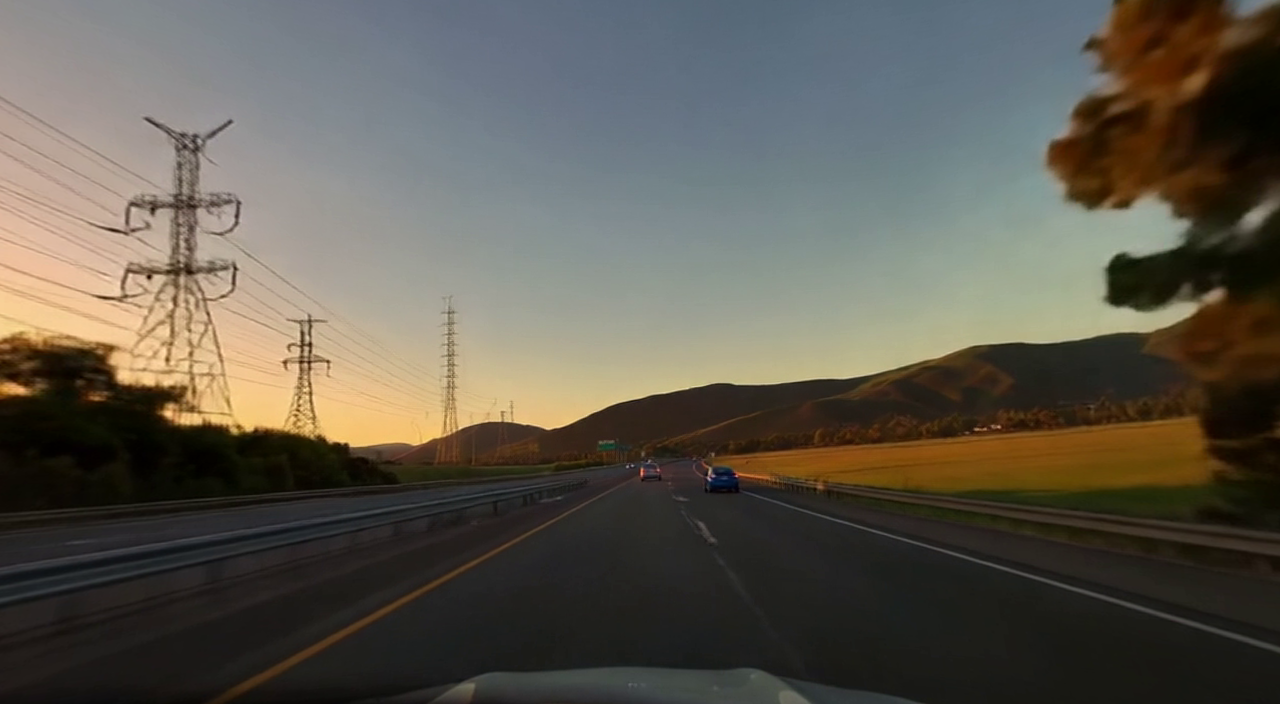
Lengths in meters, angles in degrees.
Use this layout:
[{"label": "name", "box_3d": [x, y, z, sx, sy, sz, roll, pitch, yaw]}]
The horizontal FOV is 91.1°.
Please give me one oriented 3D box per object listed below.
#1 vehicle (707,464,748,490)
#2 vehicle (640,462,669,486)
[{"label": "vehicle", "box_3d": [5.499, 7.896, 39.931, 1.985, 1.521, 3.904, 1, -10, -1]}, {"label": "vehicle", "box_3d": [1.065, 9.068, 46.824, 2.038, 1.596, 4.246, 1, -10, 0]}]
